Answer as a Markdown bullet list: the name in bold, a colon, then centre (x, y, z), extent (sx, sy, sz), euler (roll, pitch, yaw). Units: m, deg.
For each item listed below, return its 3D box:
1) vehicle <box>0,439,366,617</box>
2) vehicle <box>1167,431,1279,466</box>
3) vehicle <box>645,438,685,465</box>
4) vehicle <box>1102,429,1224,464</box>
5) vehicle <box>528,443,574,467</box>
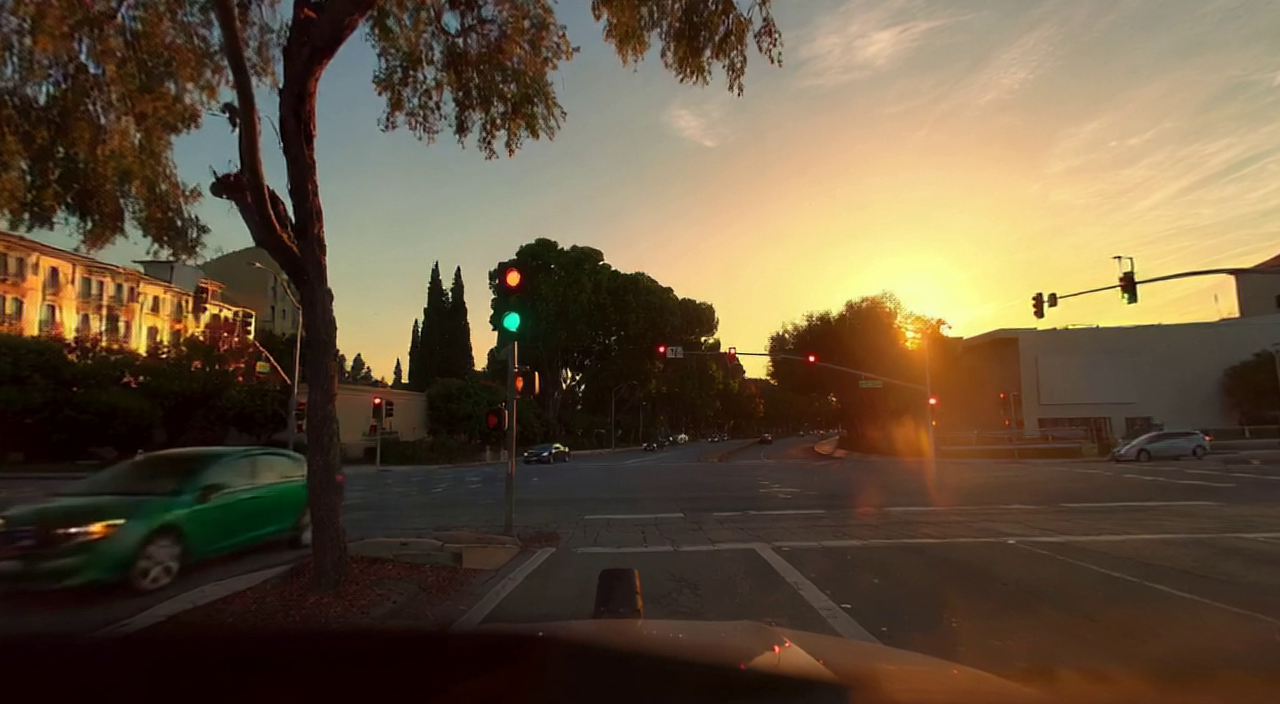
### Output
- **vehicle**: centre (-5.427, 1.821, 7.673), extent (2.016, 1.474, 4.634), euler (0, -8, 1)
- **vehicle**: centre (26.314, 4.243, 27.869), extent (4.644, 1.470, 1.922), euler (1, -8, -10)
- **vehicle**: centre (1.753, 6.773, 43.257), extent (2.197, 1.739, 4.177), euler (-2, -8, 10)
- **vehicle**: centre (25.930, 4.678, 31.344), extent (4.441, 1.674, 2.035), euler (1, -8, -8)
- **vehicle**: centre (-5.716, 6.638, 40.832), extent (1.877, 1.481, 3.853), euler (-2, -8, 9)
